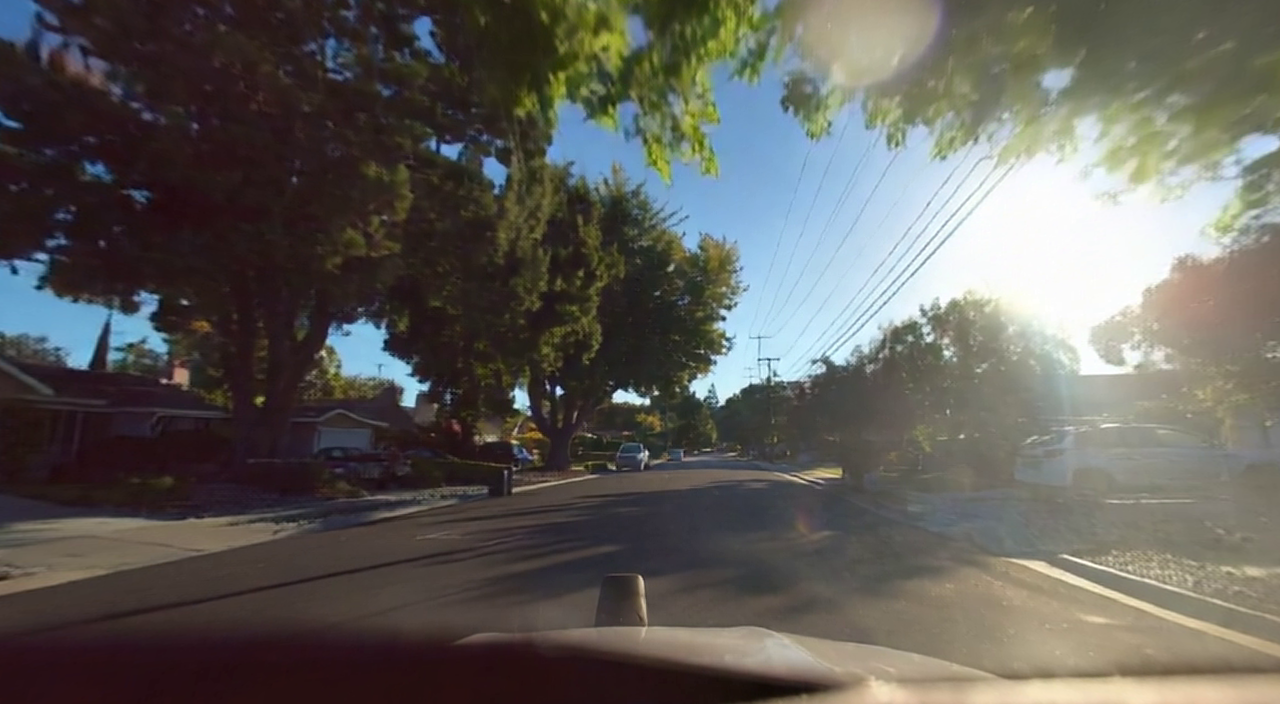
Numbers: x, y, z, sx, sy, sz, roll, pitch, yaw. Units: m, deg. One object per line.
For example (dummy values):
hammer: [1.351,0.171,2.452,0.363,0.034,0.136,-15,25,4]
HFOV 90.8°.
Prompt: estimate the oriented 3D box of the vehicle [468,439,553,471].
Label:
vehicle: [-8.513,6.770,41.730,5.033,1.997,2.126,-1,-9,5]

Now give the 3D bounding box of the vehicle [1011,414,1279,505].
vehicle: [12.149,2.441,14.521,5.693,1.886,2.235,-1,-9,7]
